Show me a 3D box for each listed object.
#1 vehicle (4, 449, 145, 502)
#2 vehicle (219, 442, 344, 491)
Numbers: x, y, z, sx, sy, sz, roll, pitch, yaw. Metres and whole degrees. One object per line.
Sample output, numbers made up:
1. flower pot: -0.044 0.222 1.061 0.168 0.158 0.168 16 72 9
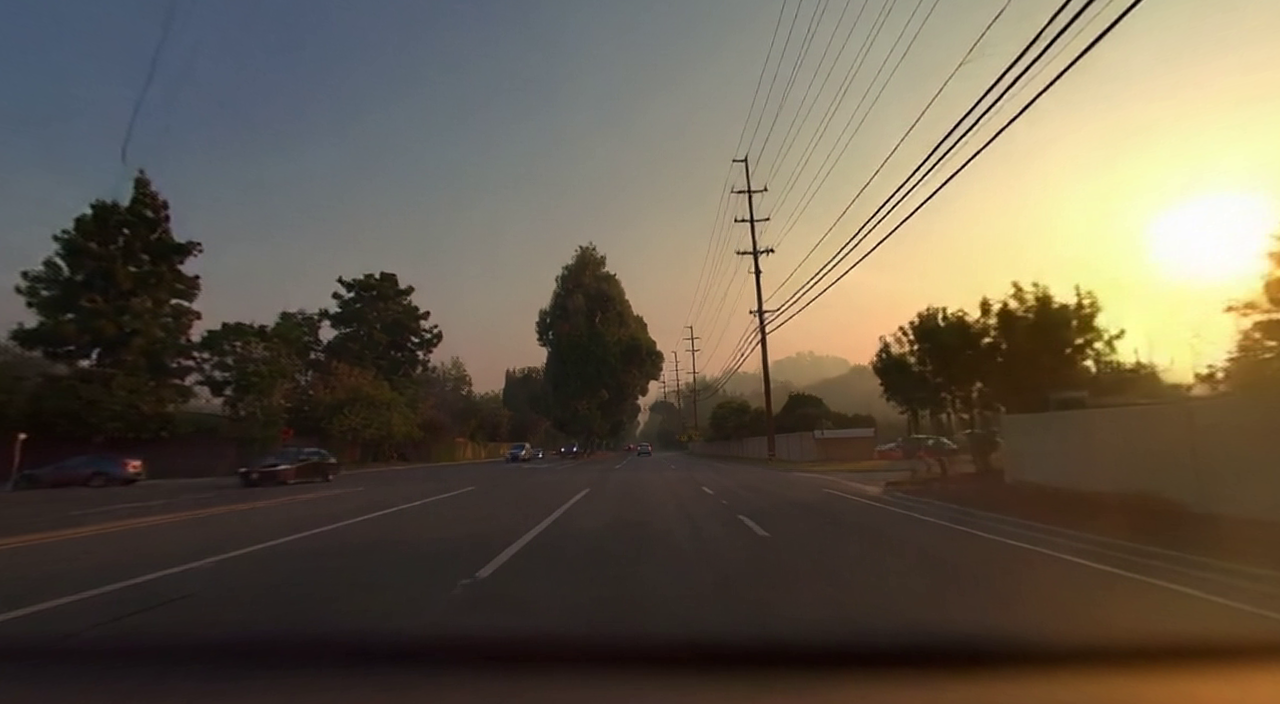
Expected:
1. vehicle: -21.798 4.669 24.197 4.600 1.809 2.153 -4 -9 23
2. vehicle: -13.580 4.319 24.161 2.120 1.696 4.403 0 -8 1
